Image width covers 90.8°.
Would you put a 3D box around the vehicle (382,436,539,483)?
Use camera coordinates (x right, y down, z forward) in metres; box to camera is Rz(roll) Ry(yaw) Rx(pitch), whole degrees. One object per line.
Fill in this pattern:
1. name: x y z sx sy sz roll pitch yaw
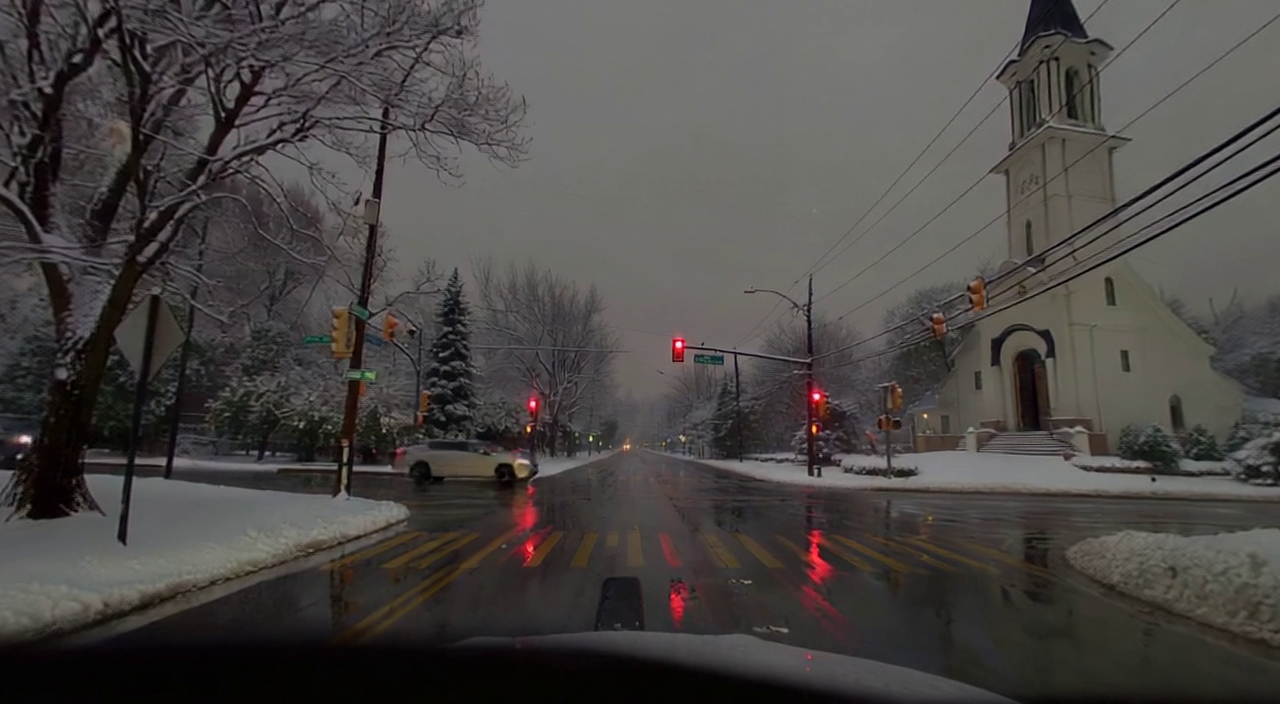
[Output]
1. vehicle: -6.034 3.671 21.685 4.718 1.497 2.032 -1 -9 4
